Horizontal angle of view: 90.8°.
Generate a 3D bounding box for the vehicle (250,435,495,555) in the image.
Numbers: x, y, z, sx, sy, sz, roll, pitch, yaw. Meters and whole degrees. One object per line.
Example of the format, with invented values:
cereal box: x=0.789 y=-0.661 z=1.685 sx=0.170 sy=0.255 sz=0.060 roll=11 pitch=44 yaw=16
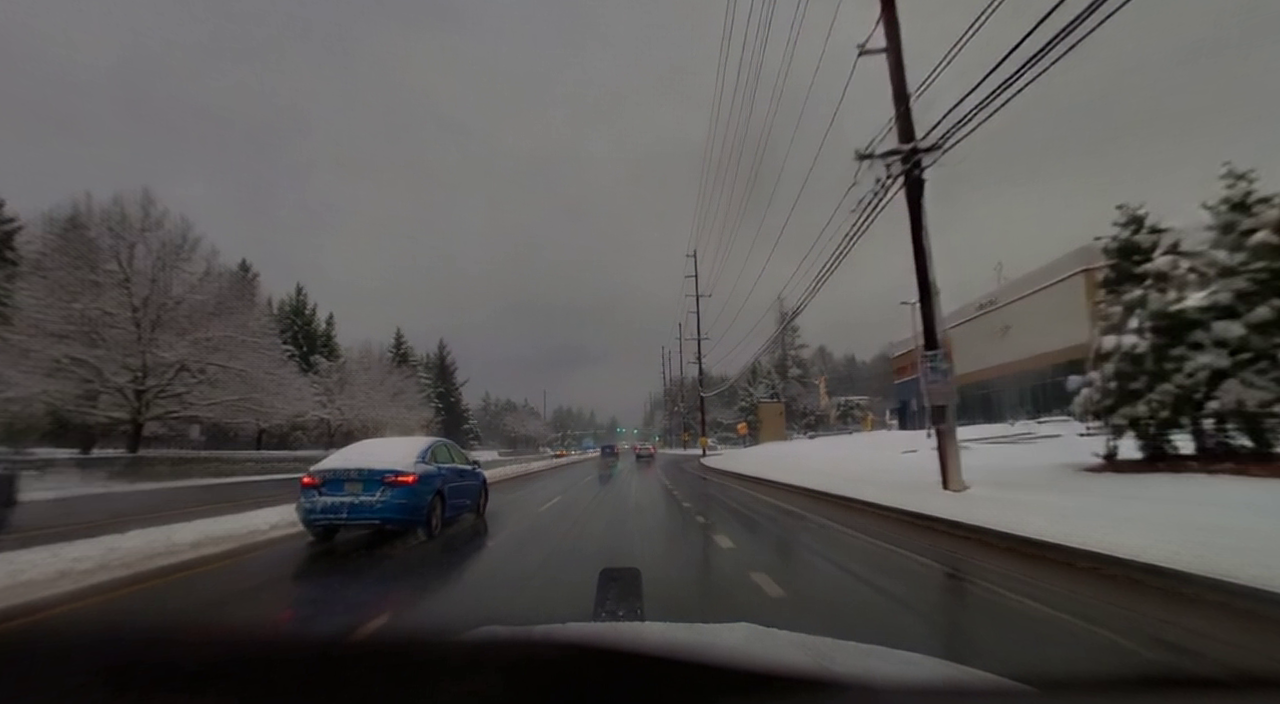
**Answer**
vehicle: x=-3.898 y=2.139 z=10.300 sx=1.928 sy=1.488 sz=4.635 roll=0 pitch=-8 yaw=1
